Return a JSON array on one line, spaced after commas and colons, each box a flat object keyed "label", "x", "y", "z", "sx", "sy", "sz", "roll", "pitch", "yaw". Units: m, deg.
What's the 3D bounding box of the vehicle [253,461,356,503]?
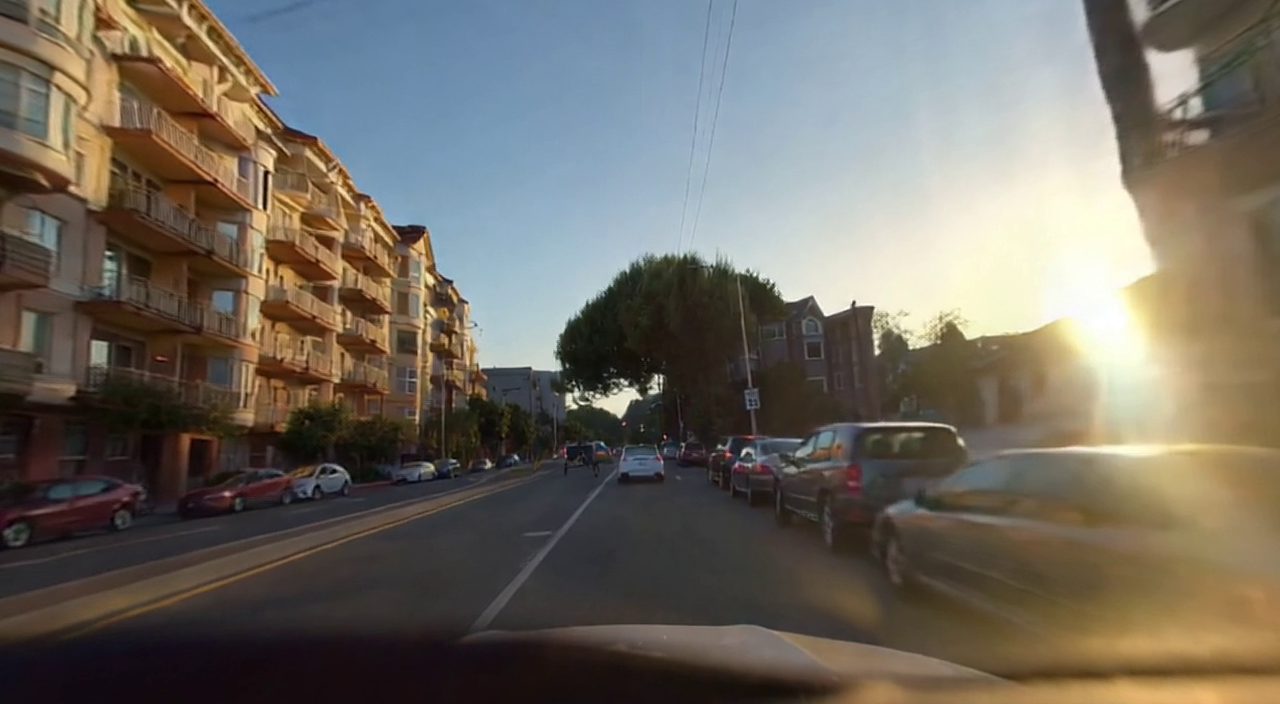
[{"label": "vehicle", "x": -13.697, "y": 5.303, "z": 26.117, "sx": 1.837, "sy": 1.470, "sz": 4.263, "roll": -1, "pitch": -9, "yaw": 1}]

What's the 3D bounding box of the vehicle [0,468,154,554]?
[{"label": "vehicle", "x": -13.752, "y": 3.526, "z": 14.485, "sx": 1.805, "sy": 1.580, "sz": 4.477, "roll": 0, "pitch": -9, "yaw": -3}]

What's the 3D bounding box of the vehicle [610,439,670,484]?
[{"label": "vehicle", "x": -0.001, "y": 4.031, "z": 23.441, "sx": 2.026, "sy": 1.496, "sz": 3.701, "roll": 0, "pitch": -9, "yaw": 0}]

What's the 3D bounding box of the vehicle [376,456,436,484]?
[{"label": "vehicle", "x": -13.714, "y": 6.943, "z": 37.327, "sx": 1.907, "sy": 1.480, "sz": 4.498, "roll": 0, "pitch": -9, "yaw": -1}]

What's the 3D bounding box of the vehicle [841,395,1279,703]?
[{"label": "vehicle", "x": 3.005, "y": 1.209, "z": 4.156, "sx": 1.874, "sy": 1.468, "sz": 4.550, "roll": 0, "pitch": -9, "yaw": 0}]

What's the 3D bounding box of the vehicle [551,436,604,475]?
[{"label": "vehicle", "x": -2.971, "y": 5.032, "z": 30.810, "sx": 2.065, "sy": 1.705, "sz": 4.353, "roll": -1, "pitch": -9, "yaw": 1}]

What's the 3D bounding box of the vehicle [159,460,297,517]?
[{"label": "vehicle", "x": -13.853, "y": 4.575, "z": 21.606, "sx": 1.887, "sy": 1.619, "sz": 4.208, "roll": 0, "pitch": -9, "yaw": -1}]

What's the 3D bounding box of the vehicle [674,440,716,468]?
[{"label": "vehicle", "x": 3.186, "y": 6.035, "z": 37.455, "sx": 2.077, "sy": 1.532, "sz": 4.694, "roll": 0, "pitch": -9, "yaw": 0}]

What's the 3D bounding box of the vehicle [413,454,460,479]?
[{"label": "vehicle", "x": -13.682, "y": 7.700, "z": 42.677, "sx": 1.839, "sy": 1.594, "sz": 4.055, "roll": 0, "pitch": -9, "yaw": -1}]
